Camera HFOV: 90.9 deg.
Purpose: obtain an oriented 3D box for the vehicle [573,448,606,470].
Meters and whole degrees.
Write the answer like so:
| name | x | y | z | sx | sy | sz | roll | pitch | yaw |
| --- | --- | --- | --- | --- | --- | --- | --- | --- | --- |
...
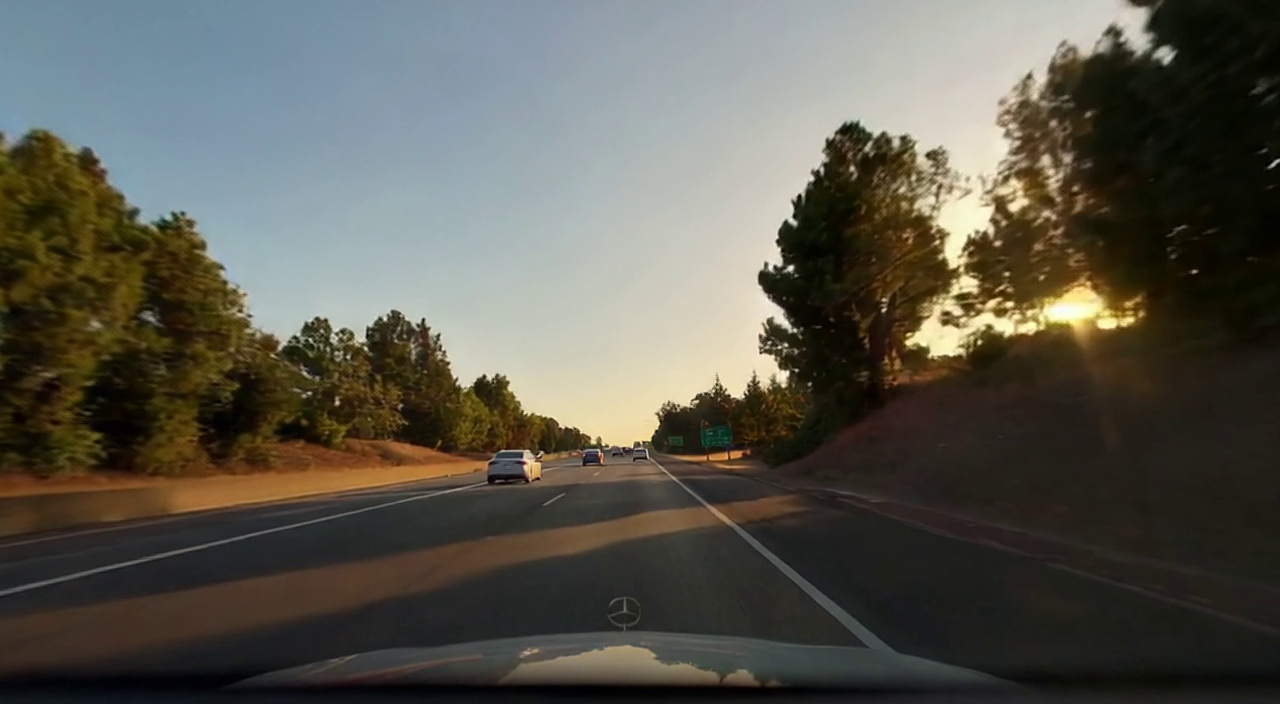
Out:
| name | x | y | z | sx | sy | sz | roll | pitch | yaw |
| --- | --- | --- | --- | --- | --- | --- | --- | --- | --- |
| vehicle | -3.490 | 7.521 | 44.384 | 2.005 | 1.474 | 3.921 | 0 | -9 | 0 |

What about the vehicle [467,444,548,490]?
| name | x | y | z | sx | sy | sz | roll | pitch | yaw |
| --- | --- | --- | --- | --- | --- | --- | --- | --- | --- |
| vehicle | -4.724 | 4.176 | 23.159 | 1.975 | 1.501 | 4.603 | 0 | -9 | 0 |
